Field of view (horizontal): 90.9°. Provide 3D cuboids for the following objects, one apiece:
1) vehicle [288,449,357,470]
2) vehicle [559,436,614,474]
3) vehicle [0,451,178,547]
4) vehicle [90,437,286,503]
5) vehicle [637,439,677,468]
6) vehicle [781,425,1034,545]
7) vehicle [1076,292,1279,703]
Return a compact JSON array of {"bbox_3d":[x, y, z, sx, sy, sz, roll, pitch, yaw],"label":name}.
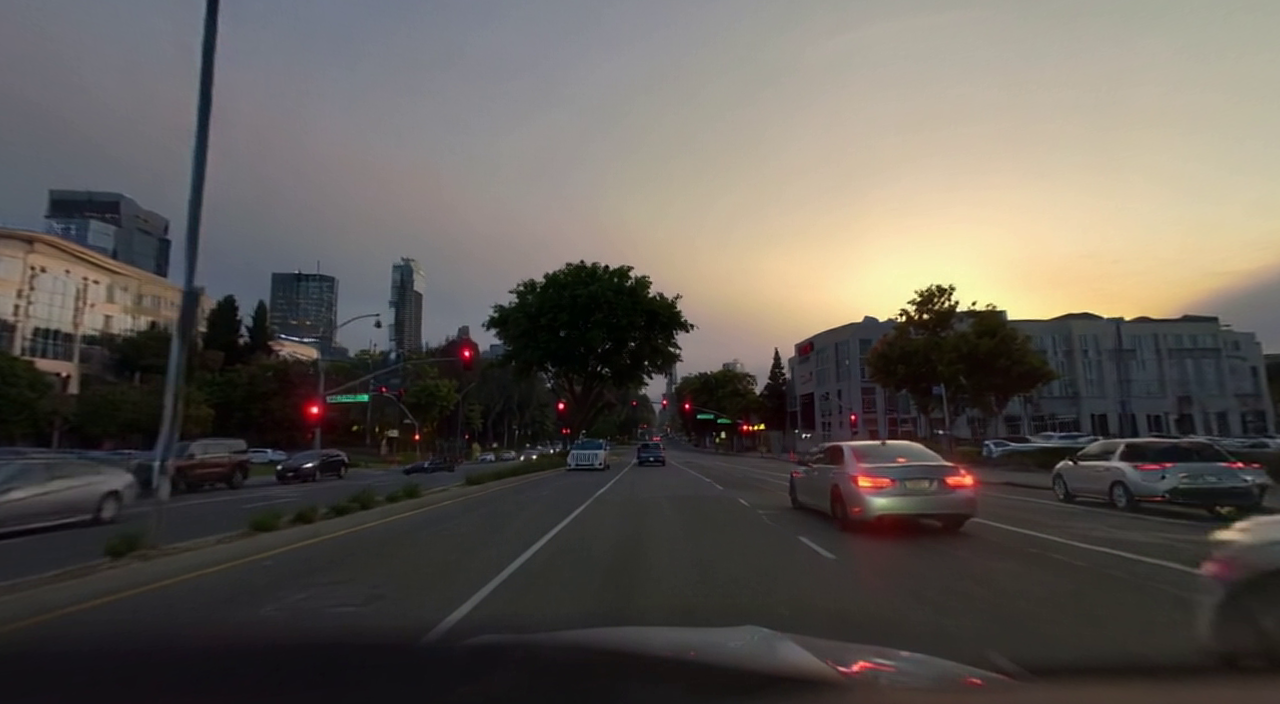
[{"bbox_3d":[-24.888,8.431,49.491,4.687,1.482,1.914,4,-9,-28],"label":"vehicle"},{"bbox_3d":[-2.452,4.856,29.939,2.057,1.678,4.639,-1,-8,2],"label":"vehicle"},{"bbox_3d":[-10.978,2.549,11.403,1.884,1.456,4.356,0,-8,1],"label":"vehicle"},{"bbox_3d":[-14.999,3.916,21.560,2.337,1.895,5.872,0,-8,0],"label":"vehicle"},{"bbox_3d":[0.920,5.553,34.671,2.059,1.477,3.988,0,-8,1],"label":"vehicle"},{"bbox_3d":[3.949,2.052,10.515,2.109,1.510,4.927,0,-8,1],"label":"vehicle"},{"bbox_3d":[3.357,0.469,0.662,2.282,1.797,4.924,0,-8,1],"label":"vehicle"}]
